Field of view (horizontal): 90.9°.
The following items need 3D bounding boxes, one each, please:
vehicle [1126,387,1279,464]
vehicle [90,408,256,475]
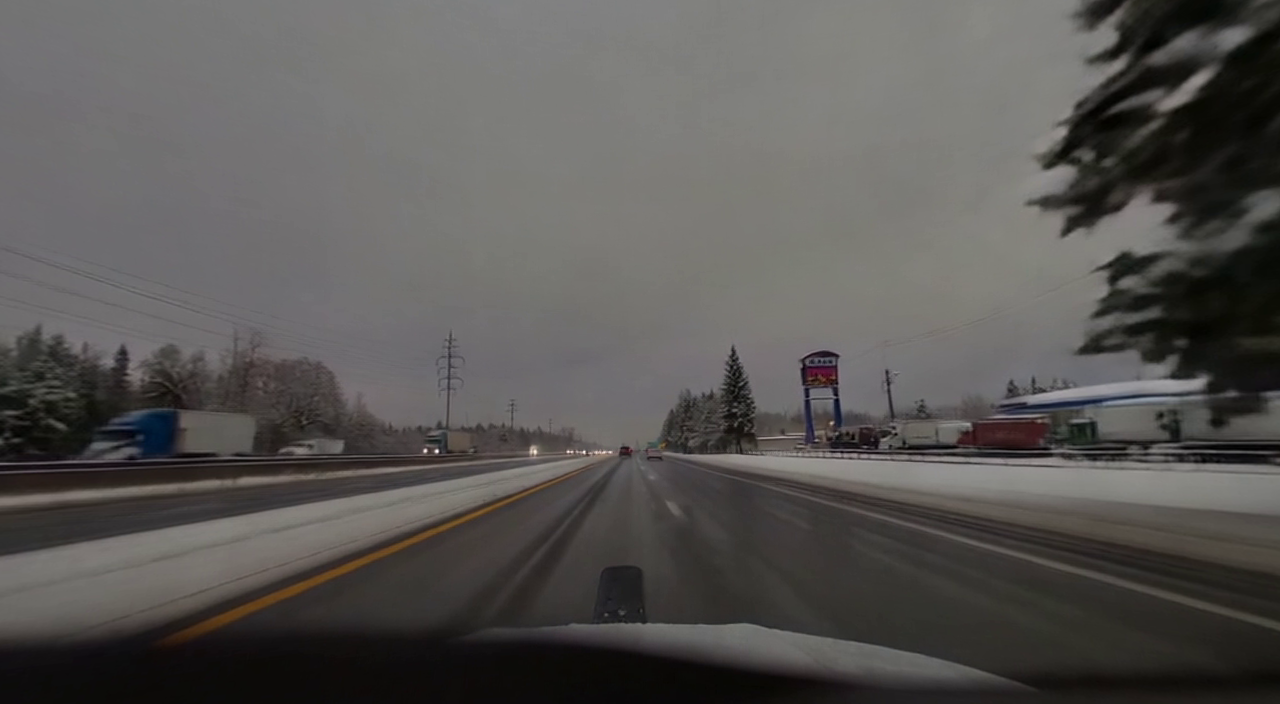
[{"bbox_3d":[35.637,3.928,34.115,3.224,4.043,14.034,6,-11,-45],"label":"vehicle"},{"bbox_3d":[-27.710,5.461,38.255,3.002,3.528,9.434,0,-9,-2],"label":"vehicle"}]
